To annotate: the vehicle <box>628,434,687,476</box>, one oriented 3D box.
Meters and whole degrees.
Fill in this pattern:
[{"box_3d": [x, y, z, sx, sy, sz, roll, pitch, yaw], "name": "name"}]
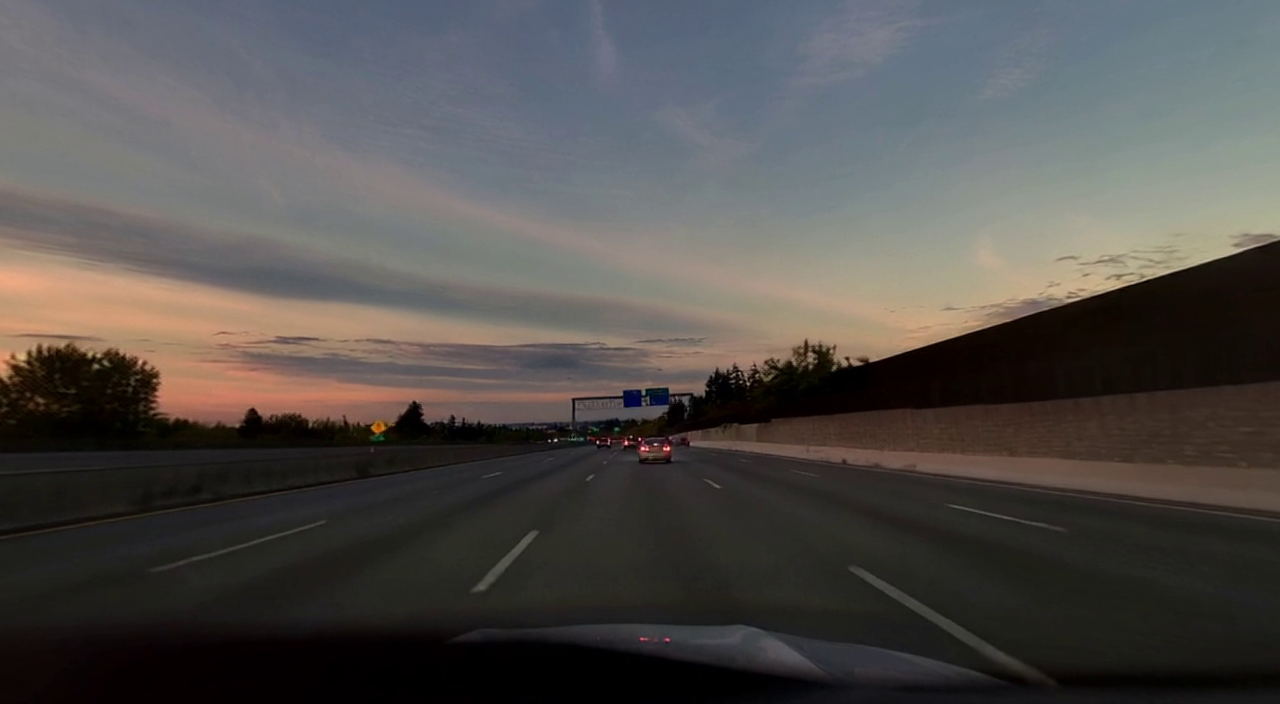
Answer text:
[{"box_3d": [0.593, 3.920, 24.280, 2.046, 1.467, 3.844, 0, -8, -2], "name": "vehicle"}]
